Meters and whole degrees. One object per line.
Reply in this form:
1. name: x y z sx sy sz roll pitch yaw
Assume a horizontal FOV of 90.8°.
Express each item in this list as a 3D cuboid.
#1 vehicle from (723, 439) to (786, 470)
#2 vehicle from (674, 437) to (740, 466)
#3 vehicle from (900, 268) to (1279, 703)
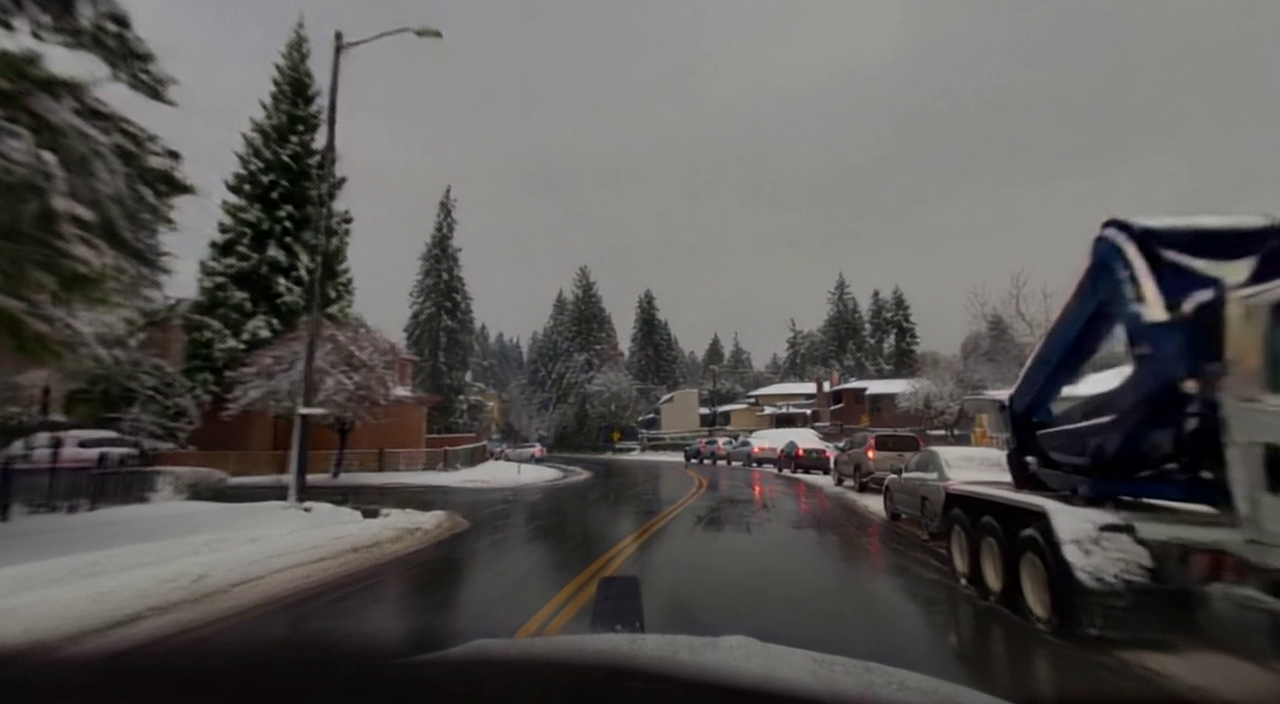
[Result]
1. vehicle: 6.683 6.062 37.426 1.967 1.698 4.649 2 -9 -12
2. vehicle: 4.662 7.102 45.379 2.511 1.904 6.143 3 -9 -16
3. vehicle: 4.080 0.925 3.797 2.874 2.021 7.293 -1 -9 8
